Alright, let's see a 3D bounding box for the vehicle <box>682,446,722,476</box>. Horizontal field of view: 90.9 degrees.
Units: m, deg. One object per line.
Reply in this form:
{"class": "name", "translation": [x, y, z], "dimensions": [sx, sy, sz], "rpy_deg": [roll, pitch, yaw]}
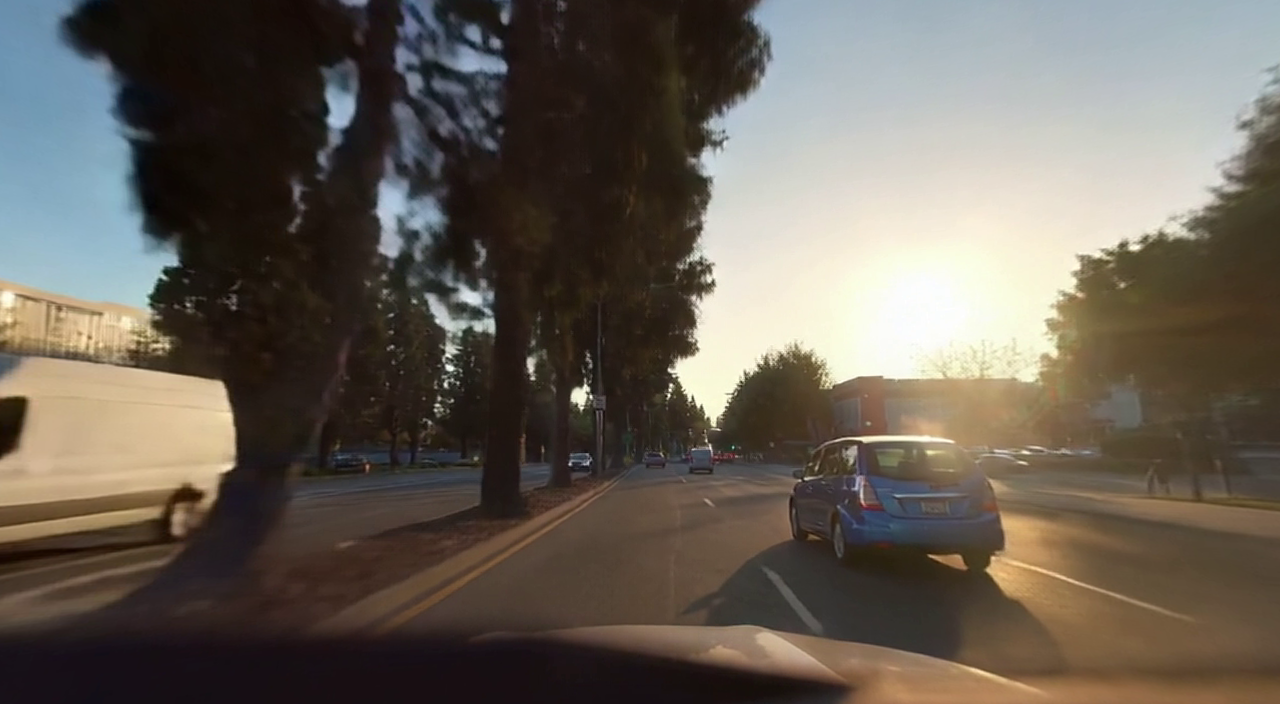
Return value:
{"class": "vehicle", "translation": [4.042, 7.175, 41.789], "dimensions": [2.154, 1.844, 4.634], "rpy_deg": [0, -9, 0]}

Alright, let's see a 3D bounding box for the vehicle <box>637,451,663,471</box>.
{"class": "vehicle", "translation": [0.813, 8.568, 49.847], "dimensions": [1.991, 1.477, 3.814], "rpy_deg": [0, -9, 1]}

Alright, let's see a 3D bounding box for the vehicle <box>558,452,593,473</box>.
{"class": "vehicle", "translation": [-4.753, 8.201, 46.979], "dimensions": [1.953, 1.462, 4.297], "rpy_deg": [0, -9, 3]}

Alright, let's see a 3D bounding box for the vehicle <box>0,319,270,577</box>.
{"class": "vehicle", "translation": [-8.497, 1.291, 8.606], "dimensions": [2.524, 2.885, 6.868], "rpy_deg": [1, -9, 1]}

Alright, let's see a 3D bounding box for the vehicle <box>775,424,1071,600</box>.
{"class": "vehicle", "translation": [3.106, 1.822, 8.001], "dimensions": [1.901, 1.634, 3.952], "rpy_deg": [0, -9, 0]}
